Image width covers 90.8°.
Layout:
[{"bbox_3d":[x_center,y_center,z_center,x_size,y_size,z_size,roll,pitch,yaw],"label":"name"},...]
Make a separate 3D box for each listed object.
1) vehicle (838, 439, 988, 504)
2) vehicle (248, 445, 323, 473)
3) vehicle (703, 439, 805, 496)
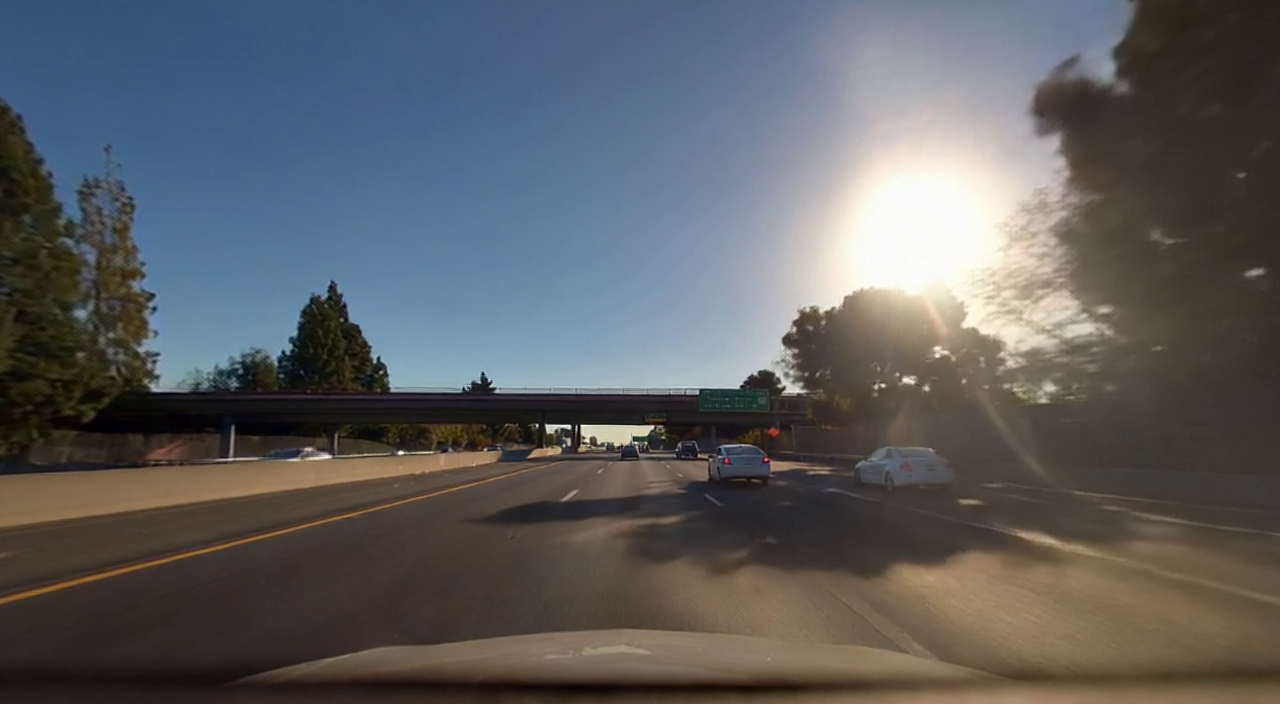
[{"bbox_3d":[7.126,3.147,17.104,1.946,1.497,4.467,0,-8,-1],"label":"vehicle"},{"bbox_3d":[-20.403,6.142,36.589,1.889,1.491,4.573,1,-8,-3],"label":"vehicle"},{"bbox_3d":[3.201,3.347,18.772,2.076,1.472,4.562,0,-8,-2],"label":"vehicle"}]
